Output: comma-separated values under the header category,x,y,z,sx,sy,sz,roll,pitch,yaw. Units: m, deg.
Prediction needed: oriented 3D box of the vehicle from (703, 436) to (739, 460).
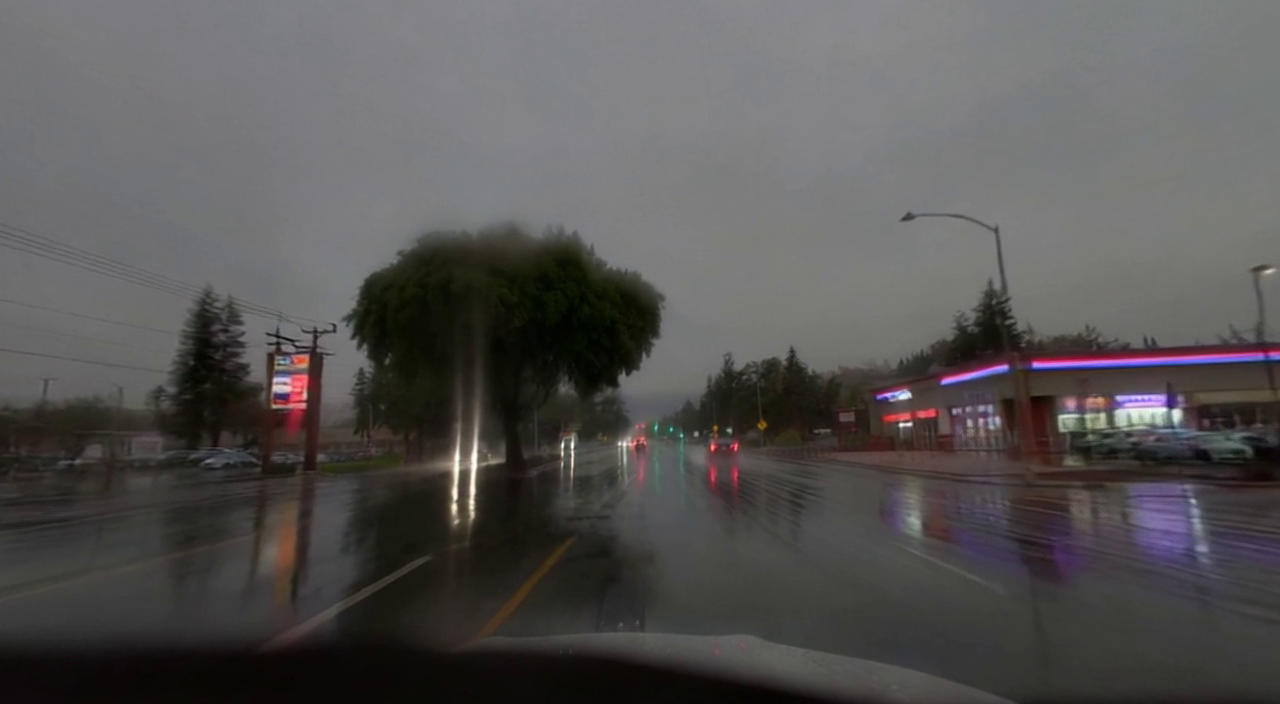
category,x,y,z,sx,sy,sz,roll,pitch,yaw
vehicle,5.752,6.868,45.241,1.957,1.643,4.226,0,-8,-1

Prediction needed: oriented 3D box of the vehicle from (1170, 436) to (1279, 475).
category,x,y,z,sx,sy,sz,roll,pitch,yaw
vehicle,23.941,3.999,24.475,1.886,1.438,4.742,5,-10,-32
